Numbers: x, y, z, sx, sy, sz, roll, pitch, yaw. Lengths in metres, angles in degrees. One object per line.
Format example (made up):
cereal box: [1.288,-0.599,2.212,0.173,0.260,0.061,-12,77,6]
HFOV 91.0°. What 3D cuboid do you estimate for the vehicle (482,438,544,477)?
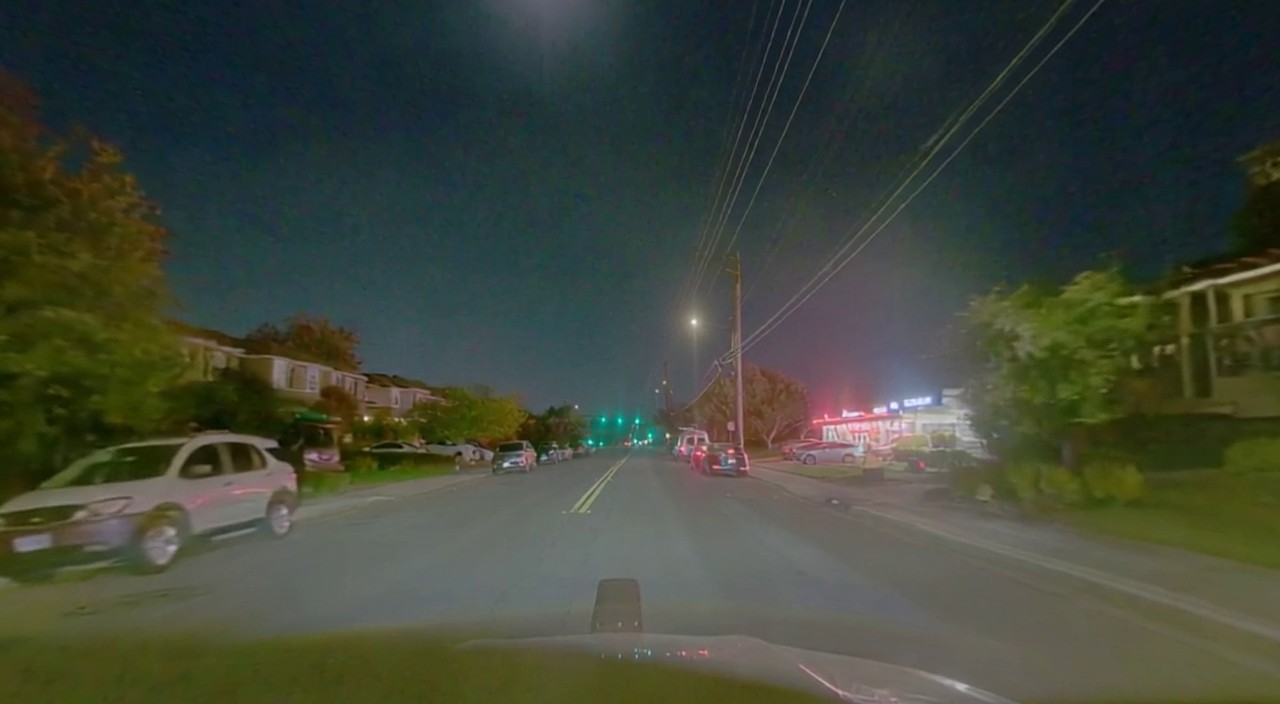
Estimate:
vehicle: [-6.130,5.113,30.908,1.989,1.693,4.292,-1,-8,2]

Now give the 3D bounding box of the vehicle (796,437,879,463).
vehicle: [12.482,6.225,40.004,4.606,1.484,2.042,1,-10,1]

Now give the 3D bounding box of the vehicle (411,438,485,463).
vehicle: [-13.328,6.885,43.983,4.528,1.713,1.947,0,-8,-1]

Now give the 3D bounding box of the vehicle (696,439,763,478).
vehicle: [3.718,4.513,27.059,2.112,1.528,4.944,0,-8,-1]

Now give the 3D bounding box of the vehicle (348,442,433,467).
vehicle: [-15.342,6.326,38.837,4.388,1.466,2.008,0,-8,-1]

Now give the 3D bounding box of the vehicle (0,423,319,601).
vehicle: [-6.257,1.814,8.113,2.012,1.639,4.310,-1,-8,-1]
